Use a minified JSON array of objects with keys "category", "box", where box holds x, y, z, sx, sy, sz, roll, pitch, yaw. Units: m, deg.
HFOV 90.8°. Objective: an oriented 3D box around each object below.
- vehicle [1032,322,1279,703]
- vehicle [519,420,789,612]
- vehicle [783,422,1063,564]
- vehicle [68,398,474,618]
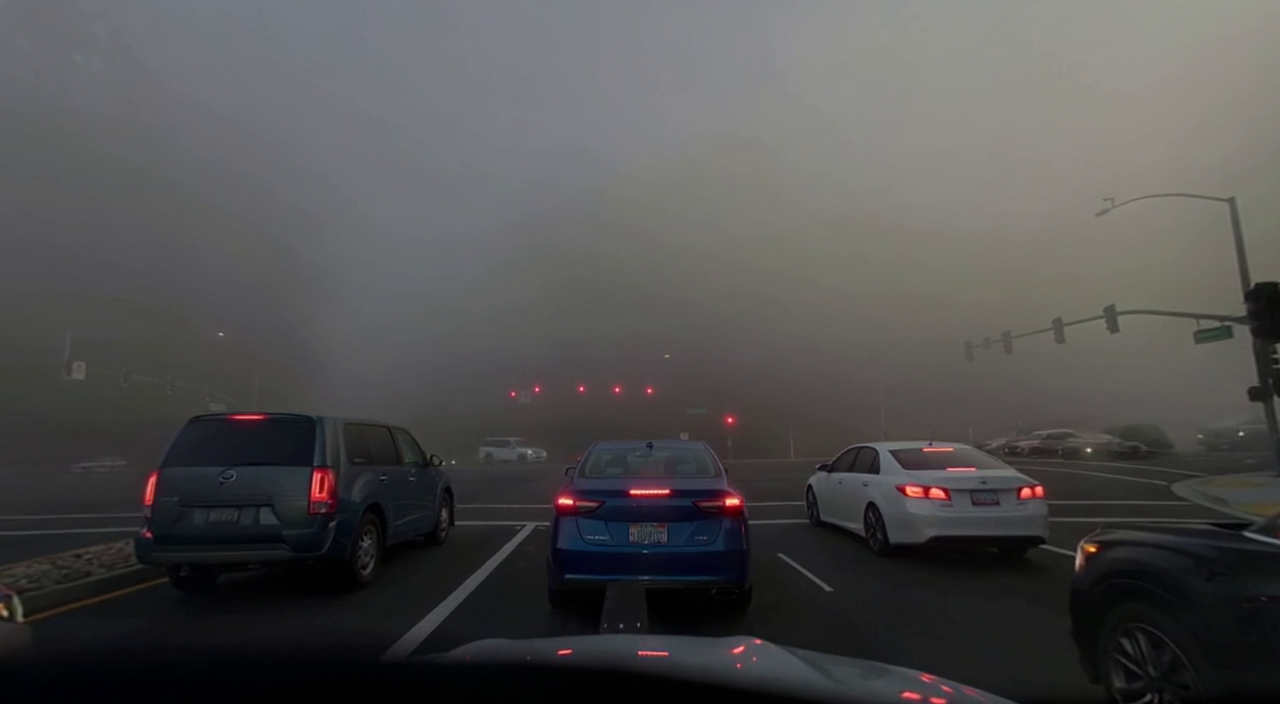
[{"category":"vehicle","box":[3.227,0.612,1.175,2.178,1.691,4.314,0,-9,0]},{"category":"vehicle","box":[0.055,1.591,7.043,2.114,1.482,4.056,0,-9,-2]},{"category":"vehicle","box":[3.531,1.839,8.990,1.874,1.487,4.404,0,-9,-1]},{"category":"vehicle","box":[-3.420,1.527,7.078,1.958,1.693,4.242,0,-9,0]}]
